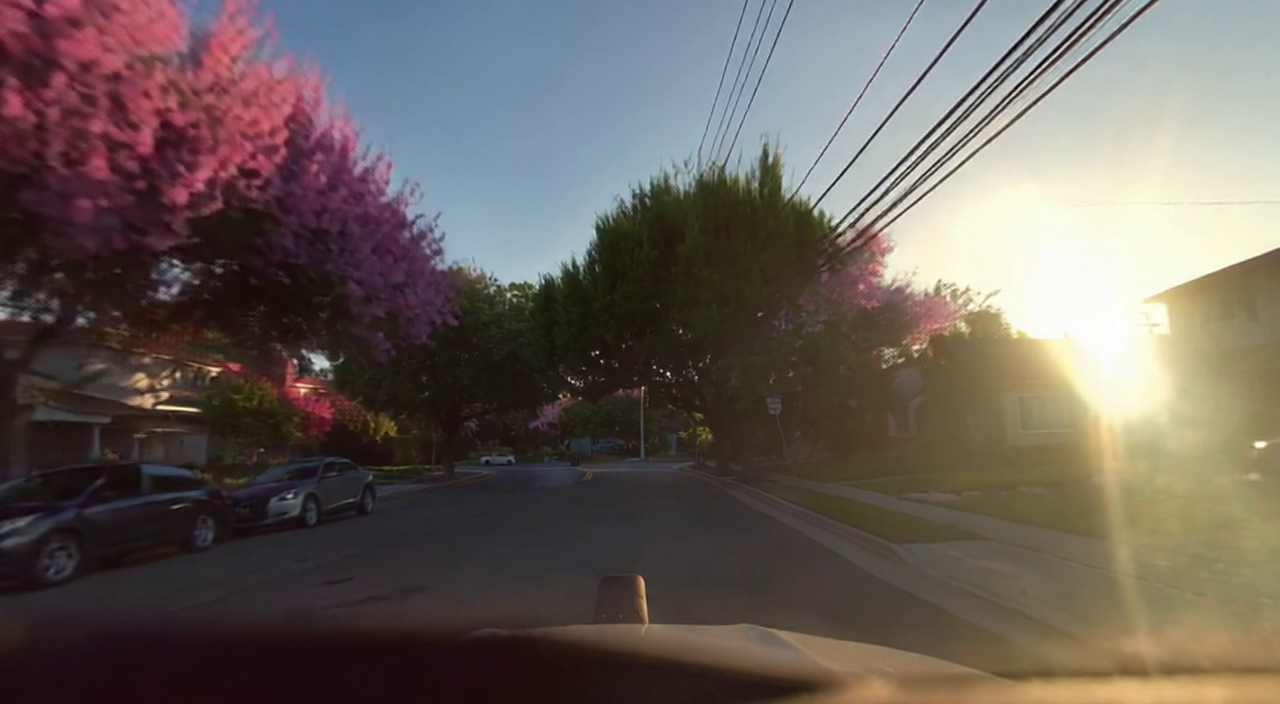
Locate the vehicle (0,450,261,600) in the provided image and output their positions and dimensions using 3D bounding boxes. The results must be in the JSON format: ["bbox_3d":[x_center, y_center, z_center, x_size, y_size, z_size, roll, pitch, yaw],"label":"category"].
[{"bbox_3d":[-7.529,2.087,8.459,2.034,1.493,4.524,0,-9,1],"label":"vehicle"}]

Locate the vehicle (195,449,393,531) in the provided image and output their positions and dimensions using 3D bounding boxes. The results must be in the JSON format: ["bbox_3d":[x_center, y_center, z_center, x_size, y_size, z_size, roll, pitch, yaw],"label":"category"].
[{"bbox_3d":[-7.288,2.908,13.931,1.896,1.484,4.298,0,-9,0],"label":"vehicle"}]
